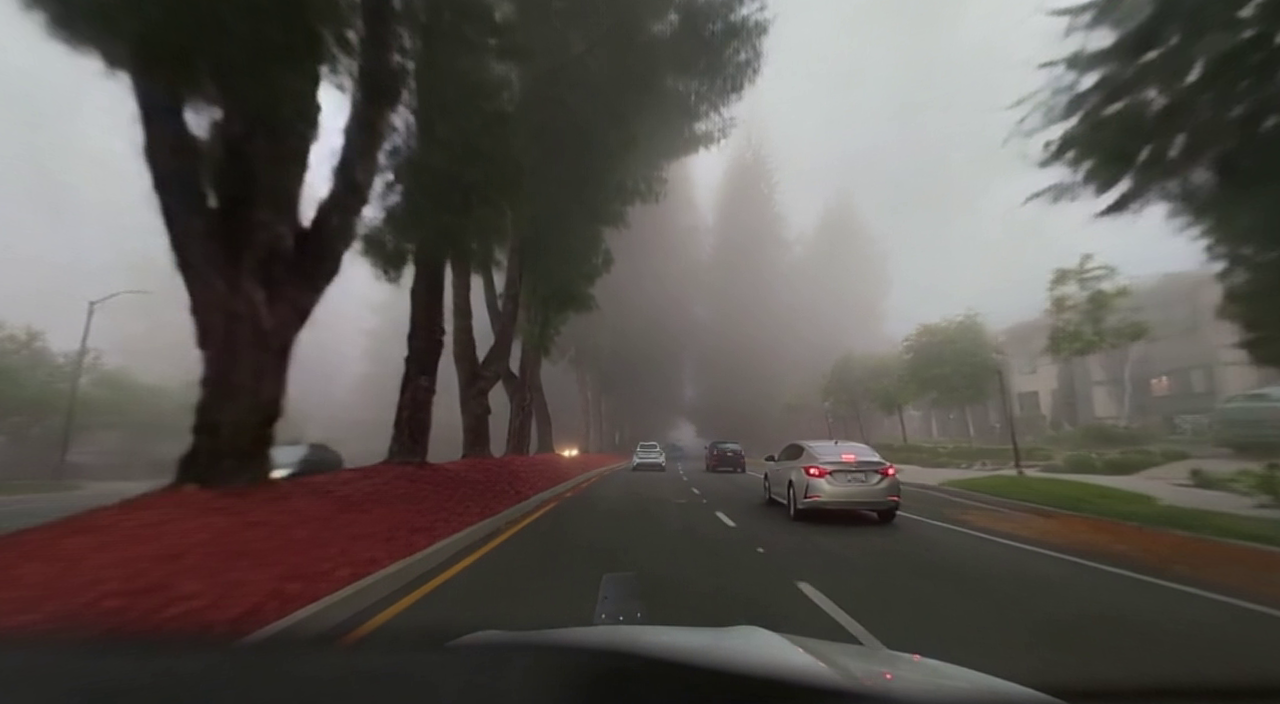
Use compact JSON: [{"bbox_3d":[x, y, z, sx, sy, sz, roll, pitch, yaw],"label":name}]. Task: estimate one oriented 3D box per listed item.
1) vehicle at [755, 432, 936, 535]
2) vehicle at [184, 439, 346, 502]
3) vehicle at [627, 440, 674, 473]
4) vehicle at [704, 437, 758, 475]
[{"bbox_3d":[3.499,2.300,11.704,1.985,1.529,4.147,0,-8,1],"label":"vehicle"},{"bbox_3d":[-11.106,3.520,19.207,2.067,1.657,4.510,0,-8,1],"label":"vehicle"},{"bbox_3d":[0.566,4.987,30.322,2.082,1.473,4.028,0,-8,2],"label":"vehicle"},{"bbox_3d":[4.271,4.957,30.347,2.074,1.652,4.340,0,-8,2],"label":"vehicle"}]
